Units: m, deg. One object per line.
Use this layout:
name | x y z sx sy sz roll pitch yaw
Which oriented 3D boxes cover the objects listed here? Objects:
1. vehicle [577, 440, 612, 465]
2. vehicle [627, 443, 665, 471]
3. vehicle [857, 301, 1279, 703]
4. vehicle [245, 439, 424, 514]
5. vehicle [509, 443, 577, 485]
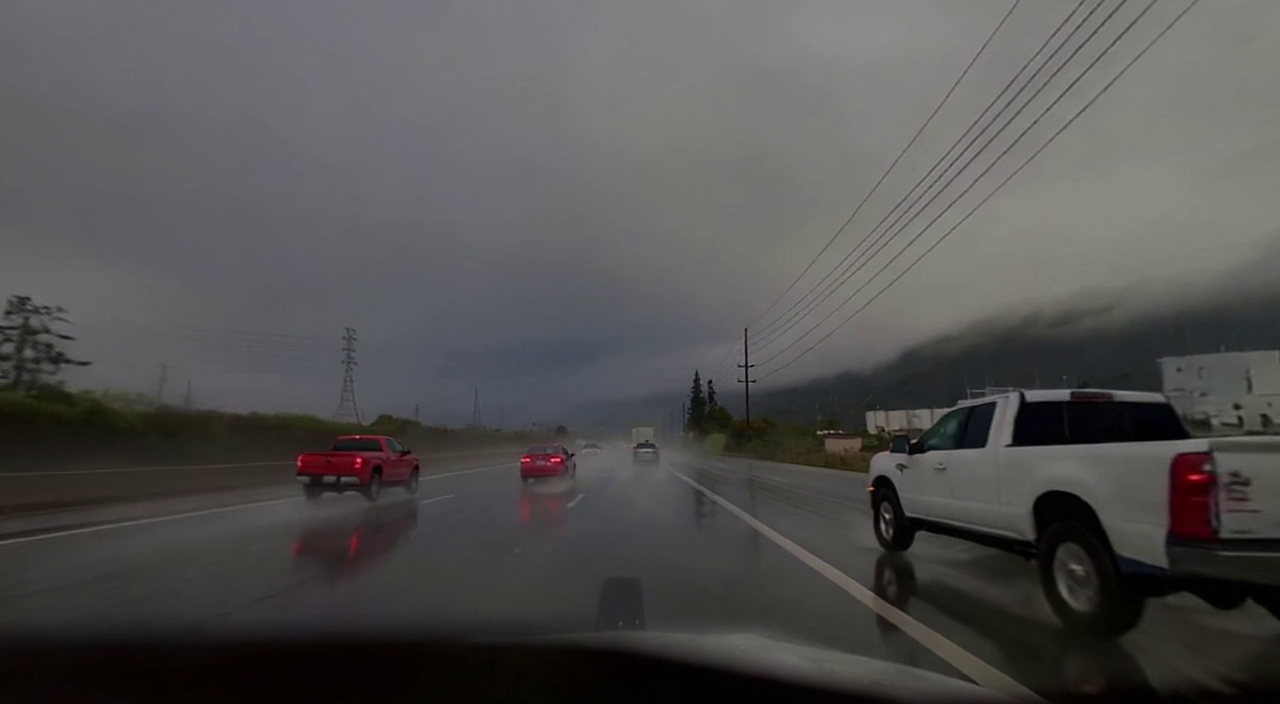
vehicle | -3.370 7.533 47.361 2.244 1.752 4.439 0 -9 0
vehicle | 0.346 5.954 35.894 2.030 1.471 4.115 0 -9 0
vehicle | 3.927 1.089 5.349 2.231 1.919 5.086 0 -9 -2
vehicle | -7.019 2.886 15.216 1.959 1.496 4.740 0 -9 0
vehicle | -3.629 4.278 24.432 1.938 1.444 4.206 0 -9 0
